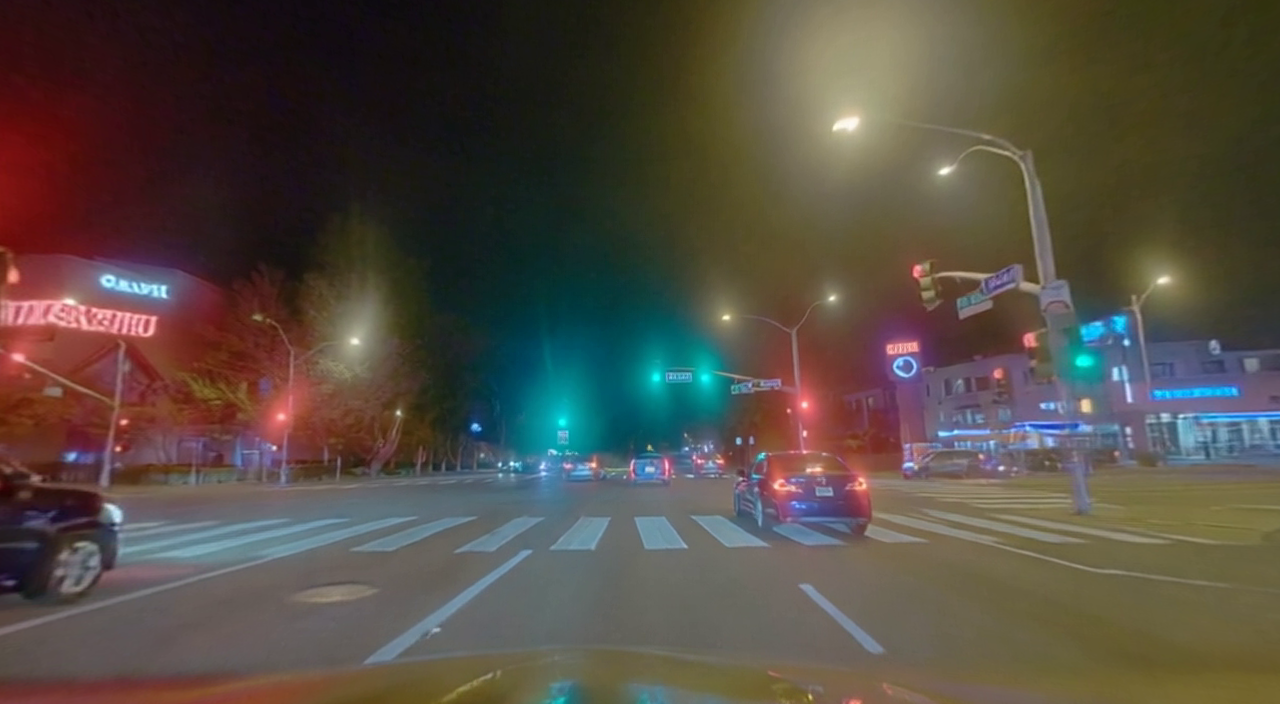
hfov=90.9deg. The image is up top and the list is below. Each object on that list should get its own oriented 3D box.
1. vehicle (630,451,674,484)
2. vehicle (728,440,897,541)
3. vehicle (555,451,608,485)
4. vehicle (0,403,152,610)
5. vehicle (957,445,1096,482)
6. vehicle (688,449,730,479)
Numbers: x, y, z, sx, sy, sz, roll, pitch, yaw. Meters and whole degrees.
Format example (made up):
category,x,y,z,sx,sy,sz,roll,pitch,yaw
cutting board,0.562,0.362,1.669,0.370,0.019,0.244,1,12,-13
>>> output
category,x,y,z,sx,sy,sz,roll,pitch,yaw
vehicle,0.579,5.696,31.359,2.070,1.460,4.118,0,-8,0
vehicle,2.921,2.421,11.726,1.946,1.513,4.133,0,-8,0
vehicle,-2.800,5.699,31.232,2.040,1.471,4.211,-1,-8,2
vehicle,-6.668,1.277,4.964,2.058,1.804,4.391,0,-8,0
vehicle,15.758,4.564,25.877,4.481,1.427,1.830,0,-8,-1
vehicle,3.942,6.445,36.446,1.931,1.552,4.125,0,-8,0
